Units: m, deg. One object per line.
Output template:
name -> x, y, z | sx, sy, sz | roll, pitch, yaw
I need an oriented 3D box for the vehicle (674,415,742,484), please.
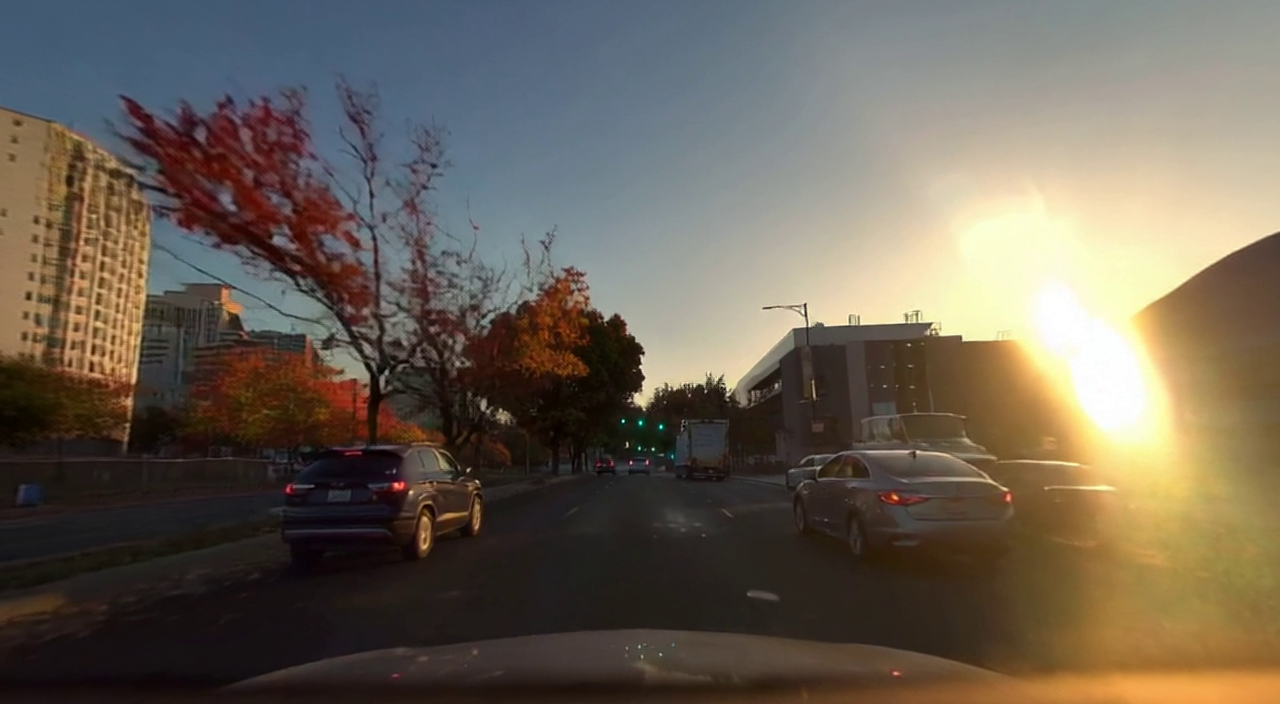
vehicle -> 3.918, 6.042, 39.150 | 3.003, 3.680, 10.684 | 0, -9, 0

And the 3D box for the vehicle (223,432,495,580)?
vehicle -> -3.500, 1.976, 8.959 | 1.751, 1.540, 4.481 | 0, -9, 1

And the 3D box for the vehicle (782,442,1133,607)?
vehicle -> 3.416, 1.929, 8.180 | 1.915, 1.449, 4.970 | 0, -9, -1
